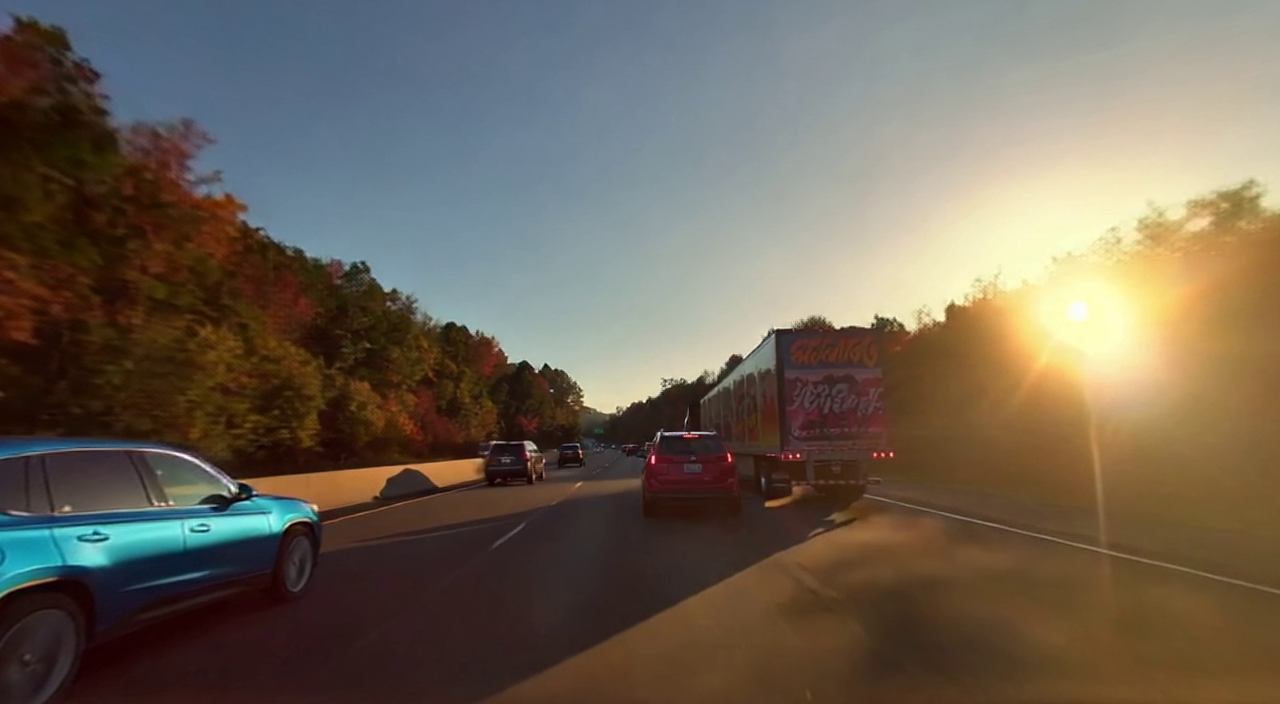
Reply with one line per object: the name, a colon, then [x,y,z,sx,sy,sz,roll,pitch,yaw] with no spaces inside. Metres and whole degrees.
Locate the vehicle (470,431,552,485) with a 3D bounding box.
vehicle: [-4.243,3.538,21.255,1.905,1.642,3.803,0,-8,1]

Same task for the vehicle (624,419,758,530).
vehicle: [0.731,2.109,11.365,2.017,1.662,3.543,0,-8,-2]

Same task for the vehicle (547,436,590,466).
vehicle: [-4.323,6.055,38.605,2.014,1.683,4.275,0,-8,1]

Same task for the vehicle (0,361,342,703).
vehicle: [-4.031,1.039,4.061,1.983,1.666,4.452,0,-8,1]

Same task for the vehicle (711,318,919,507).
vehicle: [4.561,2.285,20.731,2.828,4.081,14.220,0,-8,0]
